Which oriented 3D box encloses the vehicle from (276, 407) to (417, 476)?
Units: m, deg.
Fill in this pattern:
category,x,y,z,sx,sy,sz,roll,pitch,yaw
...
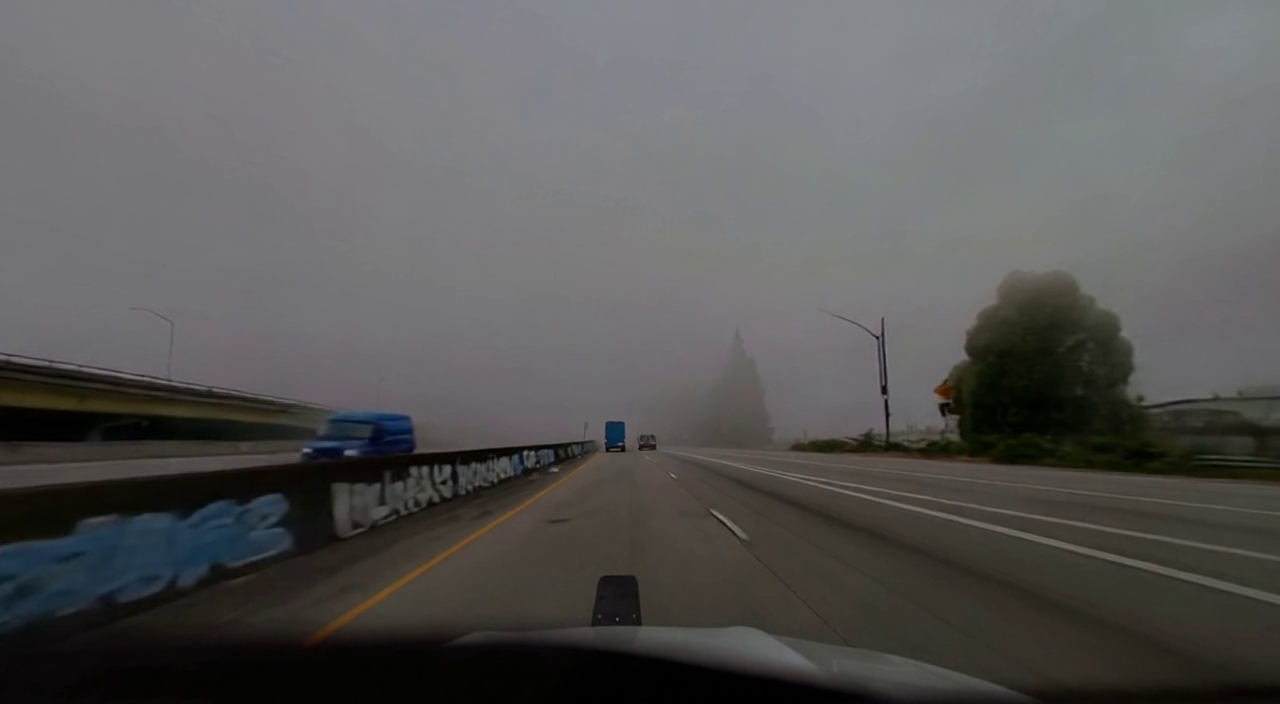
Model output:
category,x,y,z,sx,sy,sz,roll,pitch,yaw
vehicle,-9.155,2.856,20.274,2.106,1.901,5.107,0,-8,-1
